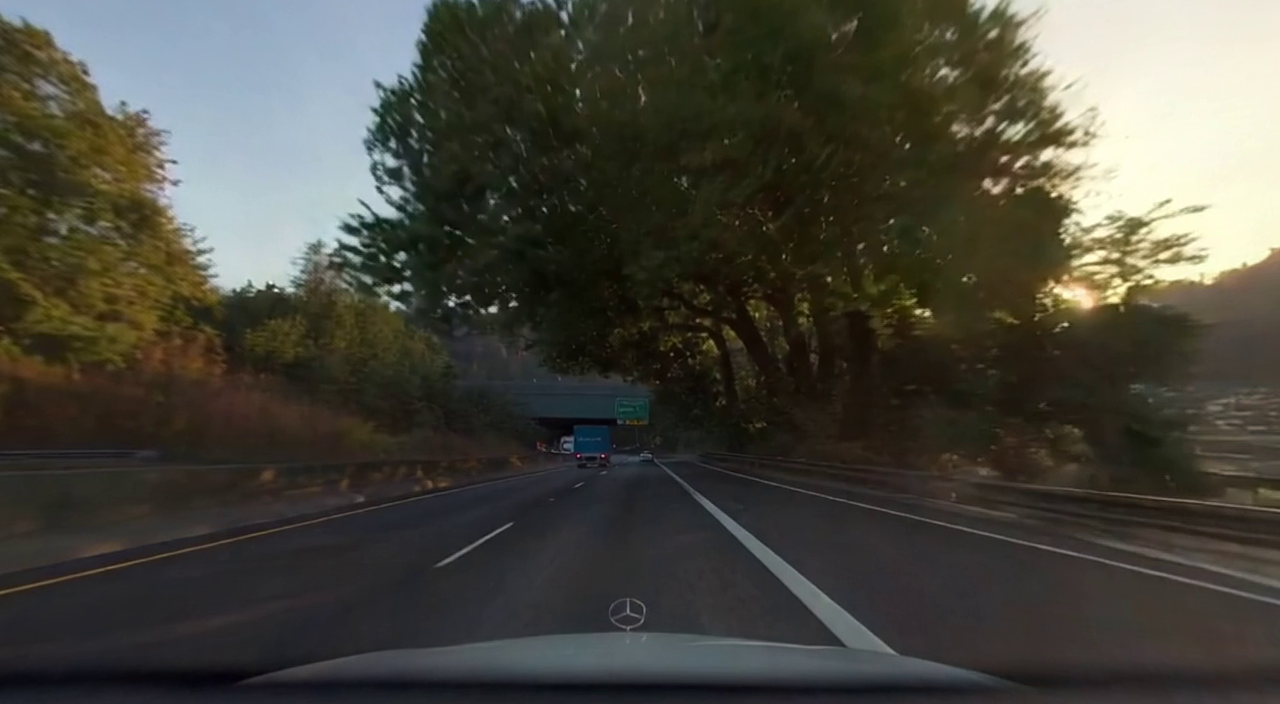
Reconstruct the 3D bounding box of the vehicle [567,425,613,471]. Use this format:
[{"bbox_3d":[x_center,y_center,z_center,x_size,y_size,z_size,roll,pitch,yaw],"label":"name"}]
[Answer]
[{"bbox_3d":[-3.610,7.188,47.125,2.695,3.151,6.885,0,-9,1],"label":"vehicle"}]
